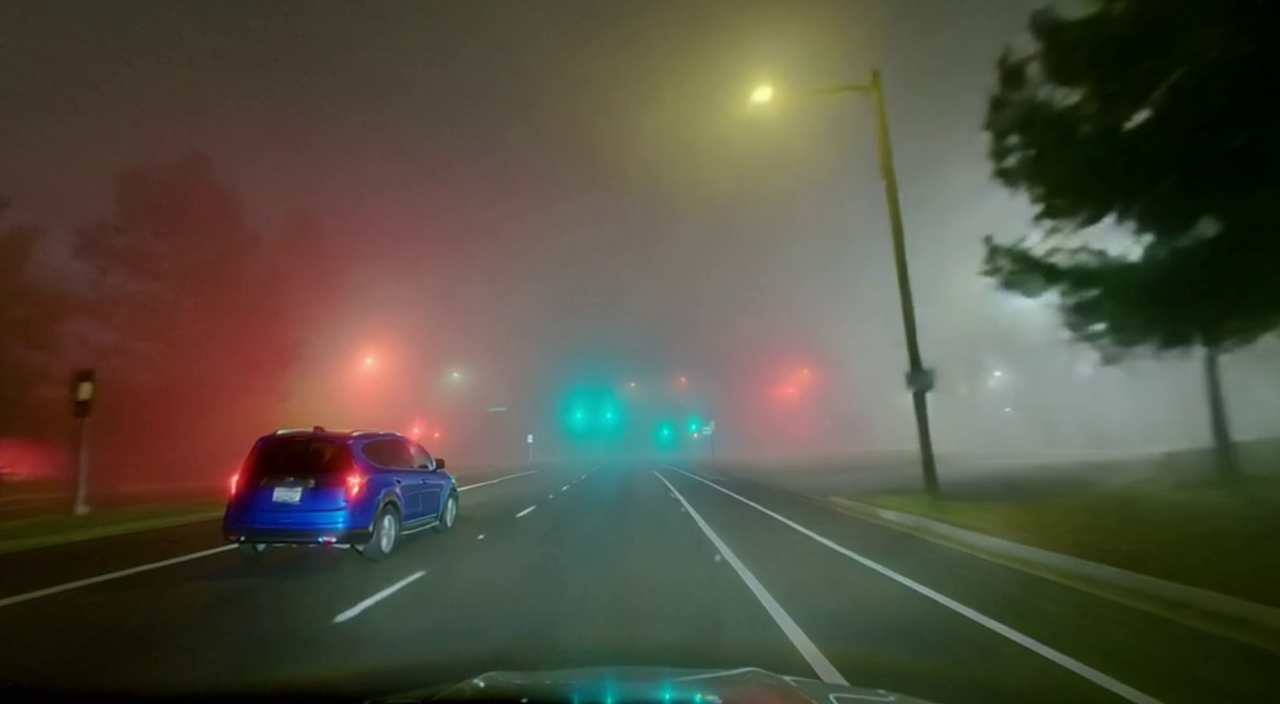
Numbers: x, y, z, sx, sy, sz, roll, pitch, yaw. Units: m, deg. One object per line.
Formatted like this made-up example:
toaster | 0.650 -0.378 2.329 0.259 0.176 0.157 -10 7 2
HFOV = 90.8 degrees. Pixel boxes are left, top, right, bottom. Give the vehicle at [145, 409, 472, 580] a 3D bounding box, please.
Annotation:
vehicle | -3.993 1.797 8.738 2.121 1.724 4.392 0 -9 0
